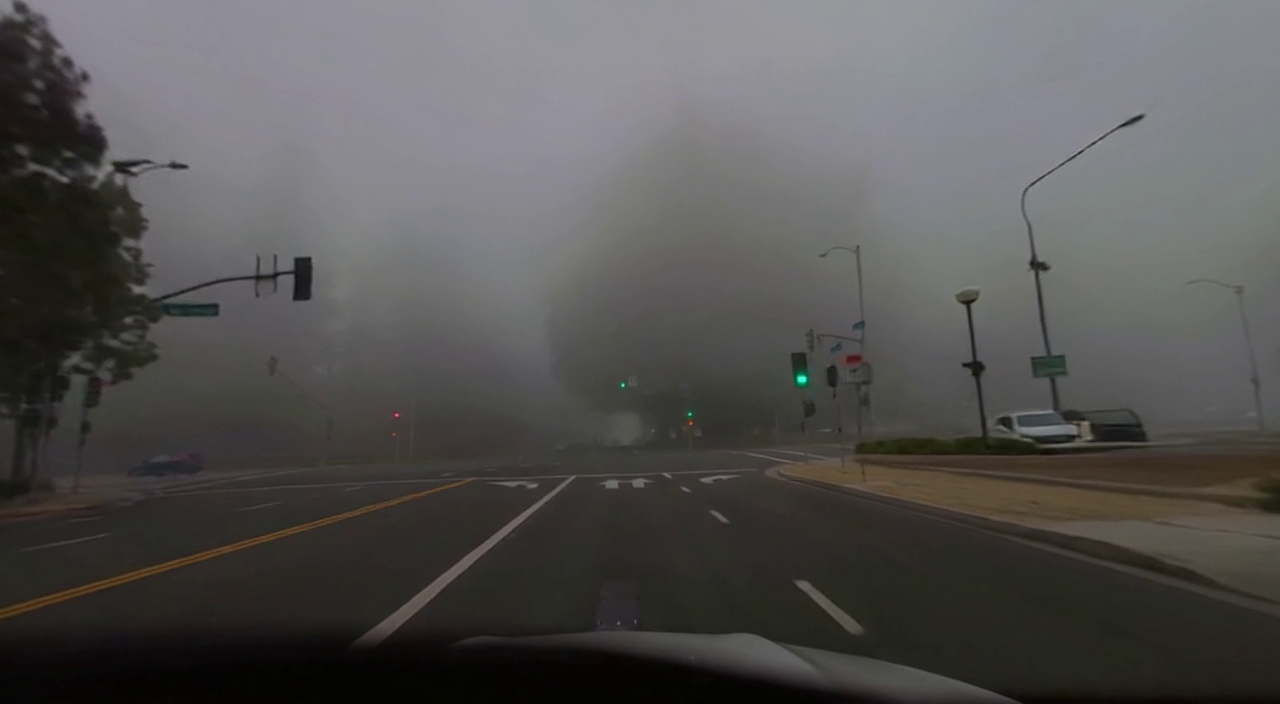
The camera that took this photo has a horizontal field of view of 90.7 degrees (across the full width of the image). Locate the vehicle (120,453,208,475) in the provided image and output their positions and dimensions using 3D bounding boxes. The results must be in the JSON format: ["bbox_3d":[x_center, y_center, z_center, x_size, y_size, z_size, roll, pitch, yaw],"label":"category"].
[{"bbox_3d":[-34.546,8.140,46.007,4.660,1.478,2.007,0,-8,-3],"label":"vehicle"}]

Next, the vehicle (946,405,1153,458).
[{"bbox_3d":[11.882,2.354,18.632,4.670,1.476,2.042,0,-8,-1],"label":"vehicle"}]
